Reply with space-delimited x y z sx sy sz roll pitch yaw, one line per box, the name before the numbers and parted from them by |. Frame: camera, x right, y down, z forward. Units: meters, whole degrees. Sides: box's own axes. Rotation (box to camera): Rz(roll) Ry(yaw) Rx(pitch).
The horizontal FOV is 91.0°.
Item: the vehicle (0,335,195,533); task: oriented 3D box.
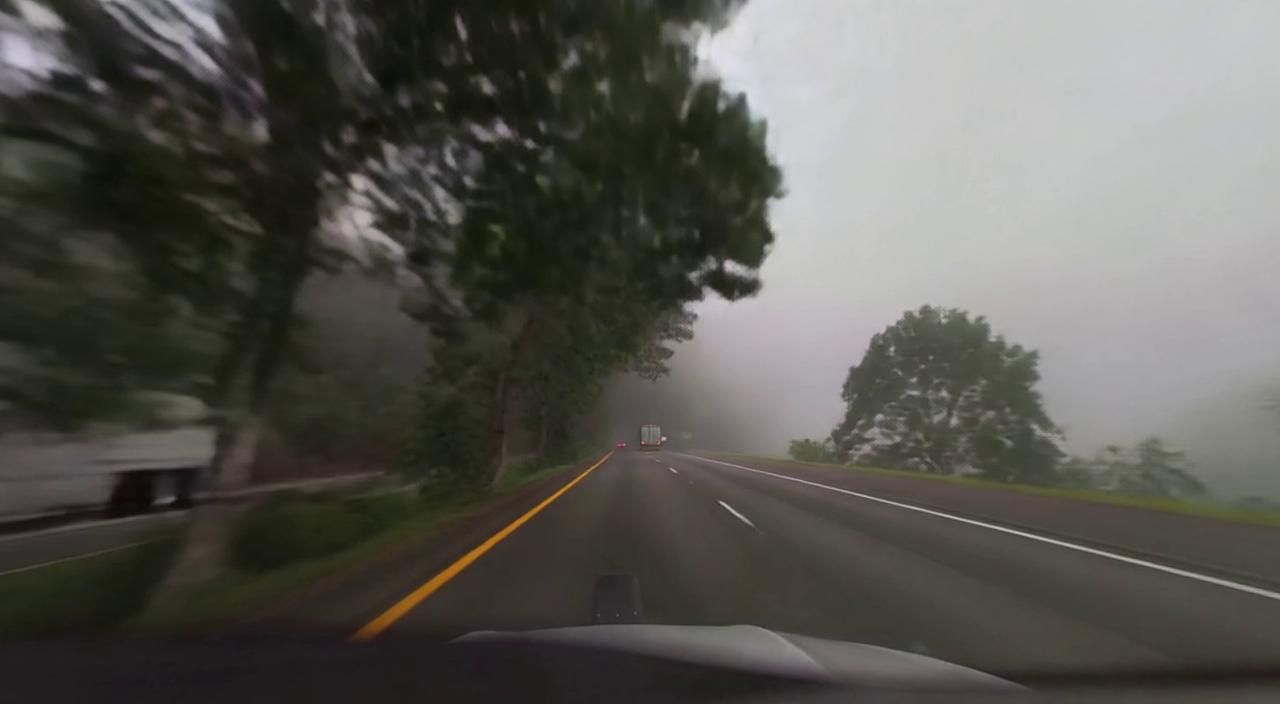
vehicle | -13.714 1.389 10.679 2.908 3.776 13.054 0 -8 0
